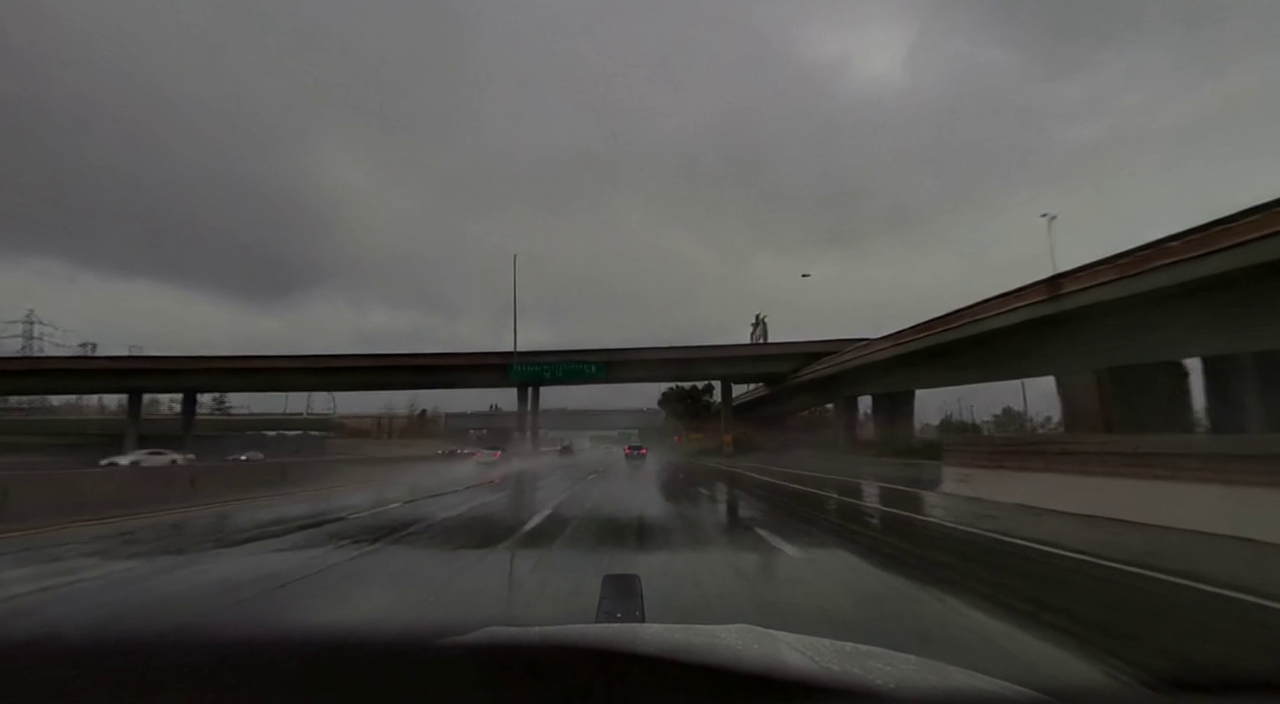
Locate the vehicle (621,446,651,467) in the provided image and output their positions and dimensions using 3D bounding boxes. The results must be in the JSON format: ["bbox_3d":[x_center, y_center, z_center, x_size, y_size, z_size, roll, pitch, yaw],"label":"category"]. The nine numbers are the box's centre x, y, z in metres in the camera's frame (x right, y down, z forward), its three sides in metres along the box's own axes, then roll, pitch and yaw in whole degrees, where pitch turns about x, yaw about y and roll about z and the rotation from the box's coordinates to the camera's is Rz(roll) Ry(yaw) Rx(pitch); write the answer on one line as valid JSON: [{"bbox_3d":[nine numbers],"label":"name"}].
[{"bbox_3d":[-0.344,7.672,46.599,2.086,1.472,4.168,0,-9,-1],"label":"vehicle"}]

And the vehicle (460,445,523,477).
[{"bbox_3d":[-7.238,5.369,31.403,1.994,1.487,4.605,0,-9,0],"label":"vehicle"}]

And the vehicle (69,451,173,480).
[{"bbox_3d":[-28.552,6.242,35.066,1.841,1.468,4.634,0,-9,0],"label":"vehicle"}]
